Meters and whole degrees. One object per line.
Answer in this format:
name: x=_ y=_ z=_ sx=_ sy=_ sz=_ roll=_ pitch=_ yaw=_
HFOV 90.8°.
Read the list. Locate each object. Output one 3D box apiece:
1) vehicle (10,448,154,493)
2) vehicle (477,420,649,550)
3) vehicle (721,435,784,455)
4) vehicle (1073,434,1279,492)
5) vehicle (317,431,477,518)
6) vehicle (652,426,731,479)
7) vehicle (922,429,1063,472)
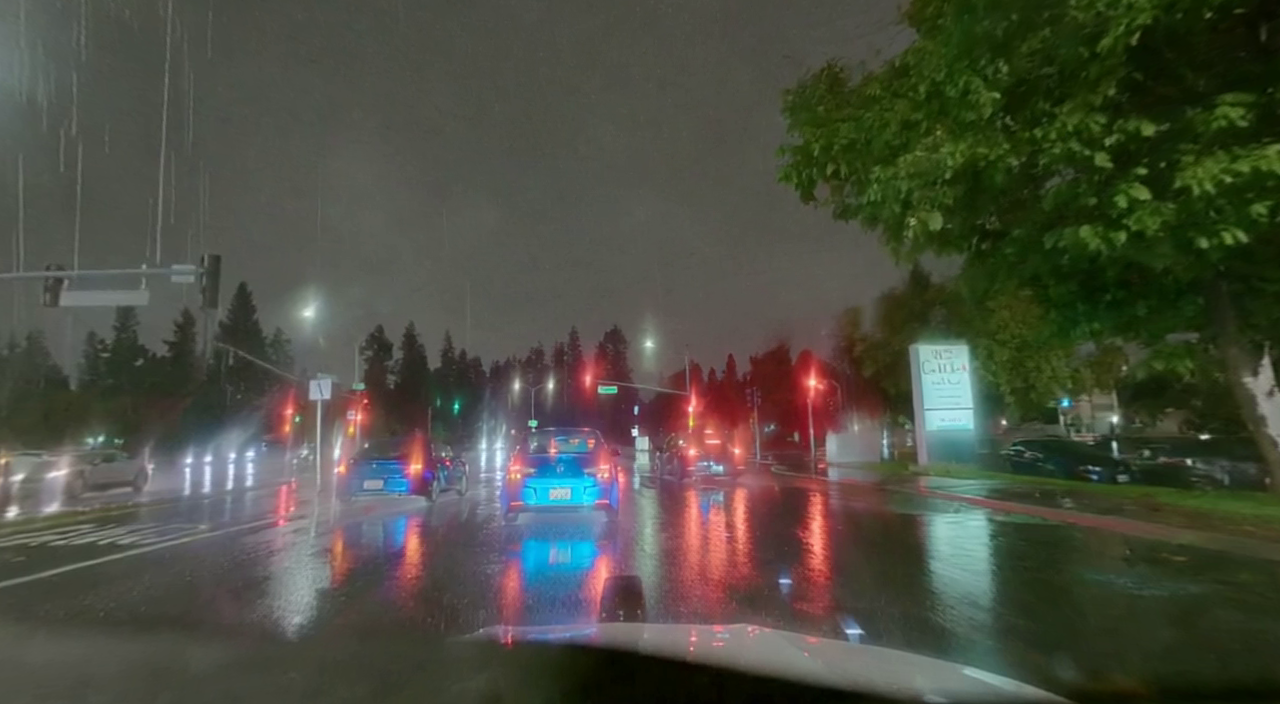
vehicle: x=-22.690 y=4.806 z=25.997 sx=2.058 sy=1.640 sz=4.414 roll=0 pitch=-8 yaw=-4
vehicle: x=-1.136 y=1.900 z=9.748 sx=2.045 sy=1.533 sz=4.183 roll=1 pitch=-8 yaw=-6
vehicle: x=8.584 y=7.128 z=48.420 sx=4.428 sy=1.478 sz=1.772 roll=1 pitch=-9 yaw=-5
vehicle: x=14.251 y=2.927 z=16.828 sx=4.242 sy=1.423 sz=1.802 roll=1 pitch=-8 yaw=-7
vehicle: x=-4.649 y=2.381 z=12.775 sx=1.998 sy=1.452 sz=3.773 roll=1 pitch=-8 yaw=-5
vehicle: x=1.714 y=3.561 z=22.532 sx=2.028 sy=1.678 sz=4.220 roll=1 pitch=-8 yaw=-6
vehicle: x=13.950 y=3.896 z=25.168 sx=4.393 sy=1.621 sz=2.067 roll=1 pitch=-8 yaw=-6
